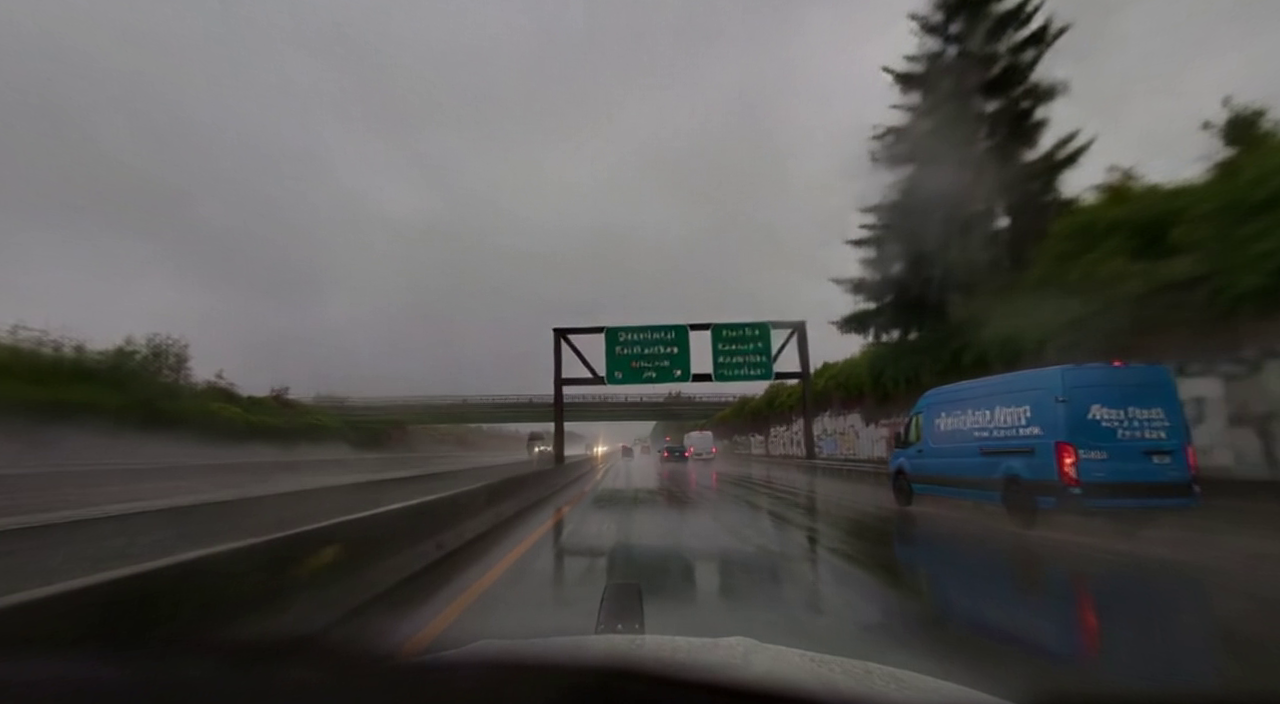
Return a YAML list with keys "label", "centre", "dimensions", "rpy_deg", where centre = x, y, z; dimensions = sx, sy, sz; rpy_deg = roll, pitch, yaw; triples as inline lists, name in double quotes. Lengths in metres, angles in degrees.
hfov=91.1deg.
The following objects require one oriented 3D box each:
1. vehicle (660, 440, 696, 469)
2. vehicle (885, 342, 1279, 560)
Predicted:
- label: "vehicle"
  centre: [2.665, 7.305, 45.012]
  dimensions: [2.007, 1.943, 5.010]
  rpy_deg: [0, -9, -3]
- label: "vehicle"
  centre: [6.516, 1.612, 10.555]
  dimensions: [2.283, 2.631, 5.719]
  rpy_deg: [0, -9, -2]
